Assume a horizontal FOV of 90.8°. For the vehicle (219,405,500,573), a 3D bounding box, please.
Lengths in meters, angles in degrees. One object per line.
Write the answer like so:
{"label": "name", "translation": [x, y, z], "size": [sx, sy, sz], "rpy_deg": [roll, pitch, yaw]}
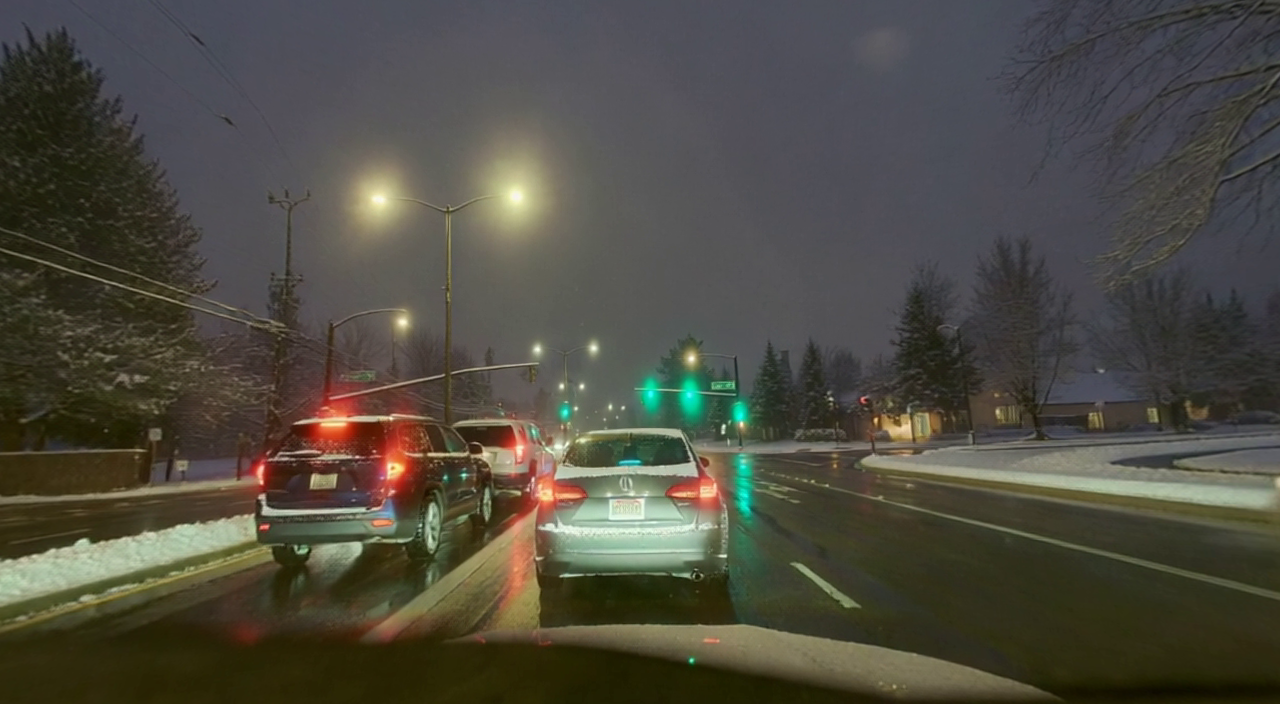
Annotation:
{"label": "vehicle", "translation": [-3.435, 1.760, 8.859], "size": [2.046, 1.751, 4.208], "rpy_deg": [0, -8, -1]}

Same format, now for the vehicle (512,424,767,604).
{"label": "vehicle", "translation": [-0.063, 1.644, 7.323], "size": [2.126, 1.475, 3.967], "rpy_deg": [0, -8, -2]}
